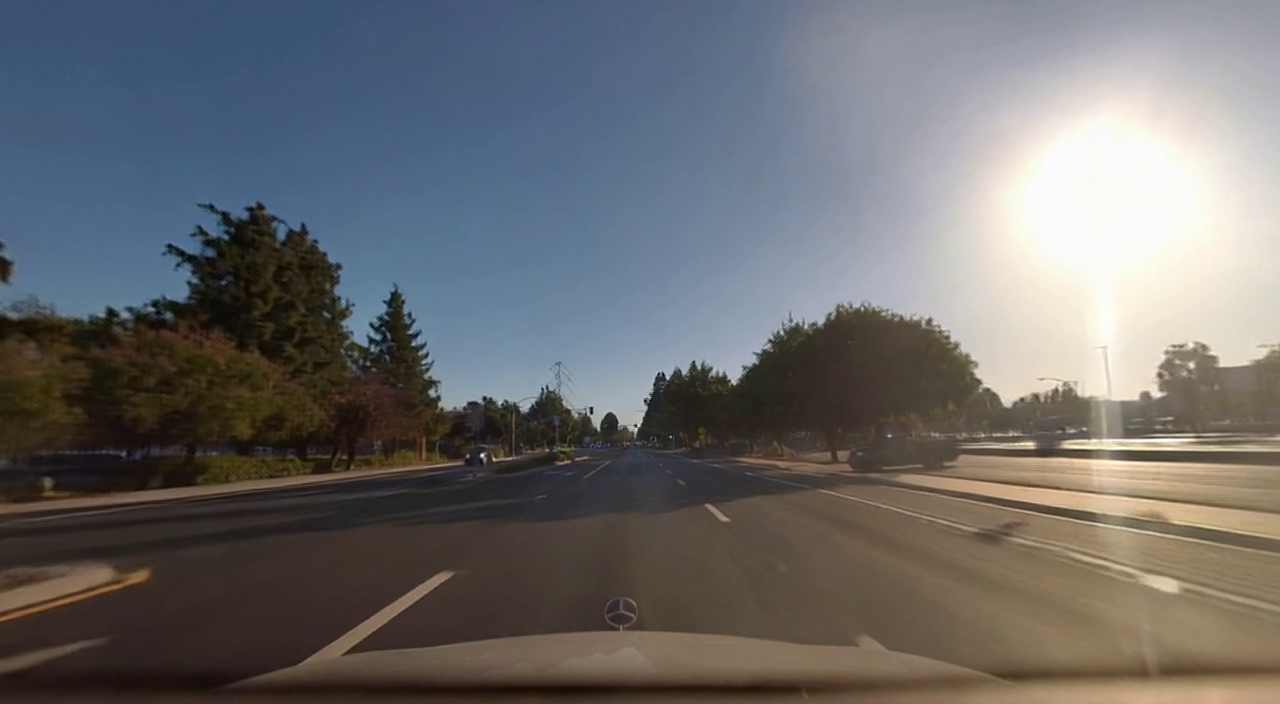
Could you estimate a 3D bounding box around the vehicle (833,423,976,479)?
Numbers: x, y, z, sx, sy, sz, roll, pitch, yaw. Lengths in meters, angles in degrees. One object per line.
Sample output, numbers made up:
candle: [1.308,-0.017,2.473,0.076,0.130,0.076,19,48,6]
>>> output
vehicle: [12.380,4.631,29.889,5.581,1.926,2.324,-6,-7,0]
